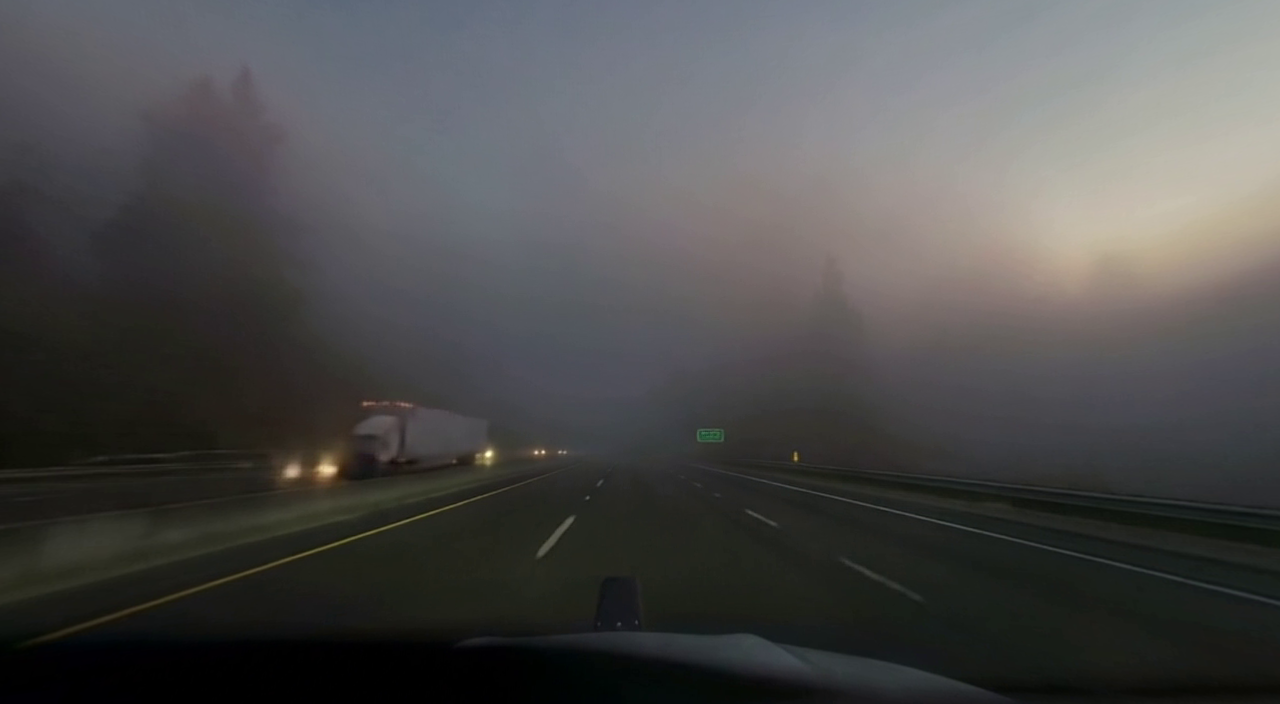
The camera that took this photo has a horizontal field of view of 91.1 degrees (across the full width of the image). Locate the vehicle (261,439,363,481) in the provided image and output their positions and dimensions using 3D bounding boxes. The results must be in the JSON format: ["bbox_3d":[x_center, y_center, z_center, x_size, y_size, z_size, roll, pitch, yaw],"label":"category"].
[{"bbox_3d":[-12.668,4.211,24.623,1.821,1.470,4.090,0,-9,-1],"label":"vehicle"}]
